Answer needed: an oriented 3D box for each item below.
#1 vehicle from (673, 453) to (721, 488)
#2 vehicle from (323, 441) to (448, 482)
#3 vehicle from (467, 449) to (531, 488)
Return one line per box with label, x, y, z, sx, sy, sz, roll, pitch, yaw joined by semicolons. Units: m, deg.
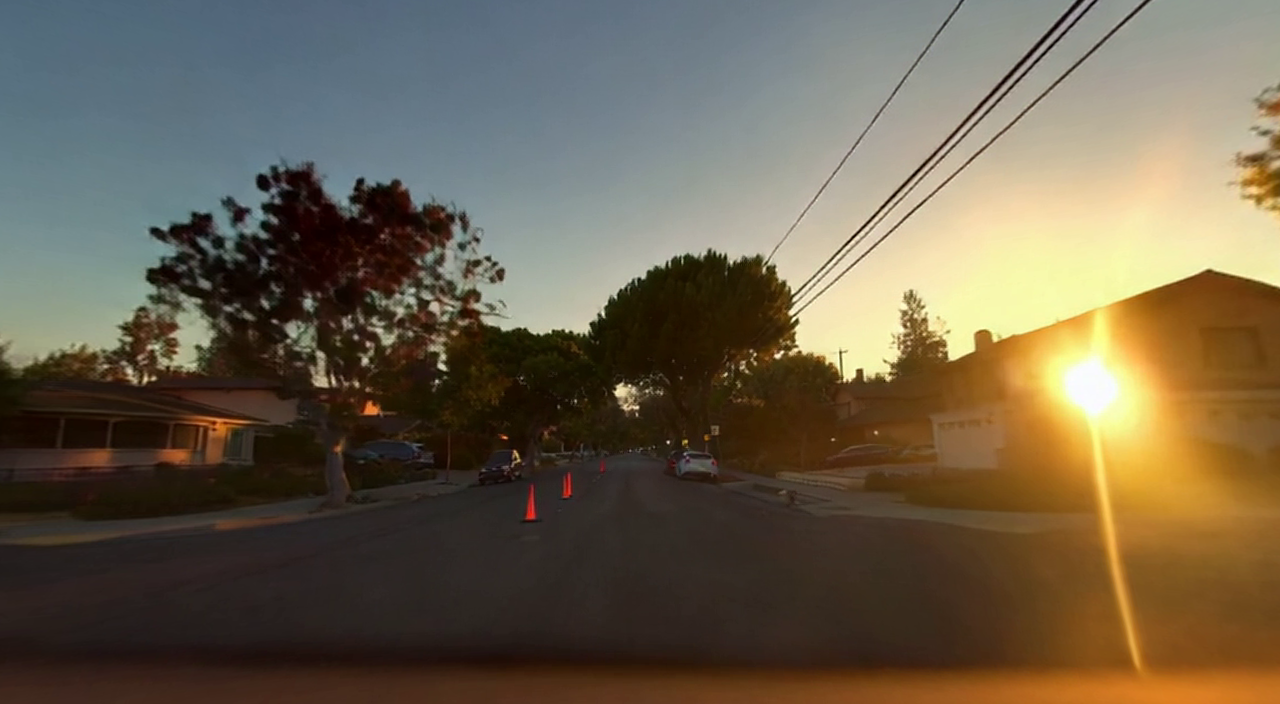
vehicle;2.803;5.924;31.902;1.896;1.602;4.571;2;-9;-1
vehicle;-15.633;6.754;39.146;6.526;2.046;2.522;3;-9;-2
vehicle;-7.521;6.329;34.414;2.266;1.877;5.167;-1;-10;0
